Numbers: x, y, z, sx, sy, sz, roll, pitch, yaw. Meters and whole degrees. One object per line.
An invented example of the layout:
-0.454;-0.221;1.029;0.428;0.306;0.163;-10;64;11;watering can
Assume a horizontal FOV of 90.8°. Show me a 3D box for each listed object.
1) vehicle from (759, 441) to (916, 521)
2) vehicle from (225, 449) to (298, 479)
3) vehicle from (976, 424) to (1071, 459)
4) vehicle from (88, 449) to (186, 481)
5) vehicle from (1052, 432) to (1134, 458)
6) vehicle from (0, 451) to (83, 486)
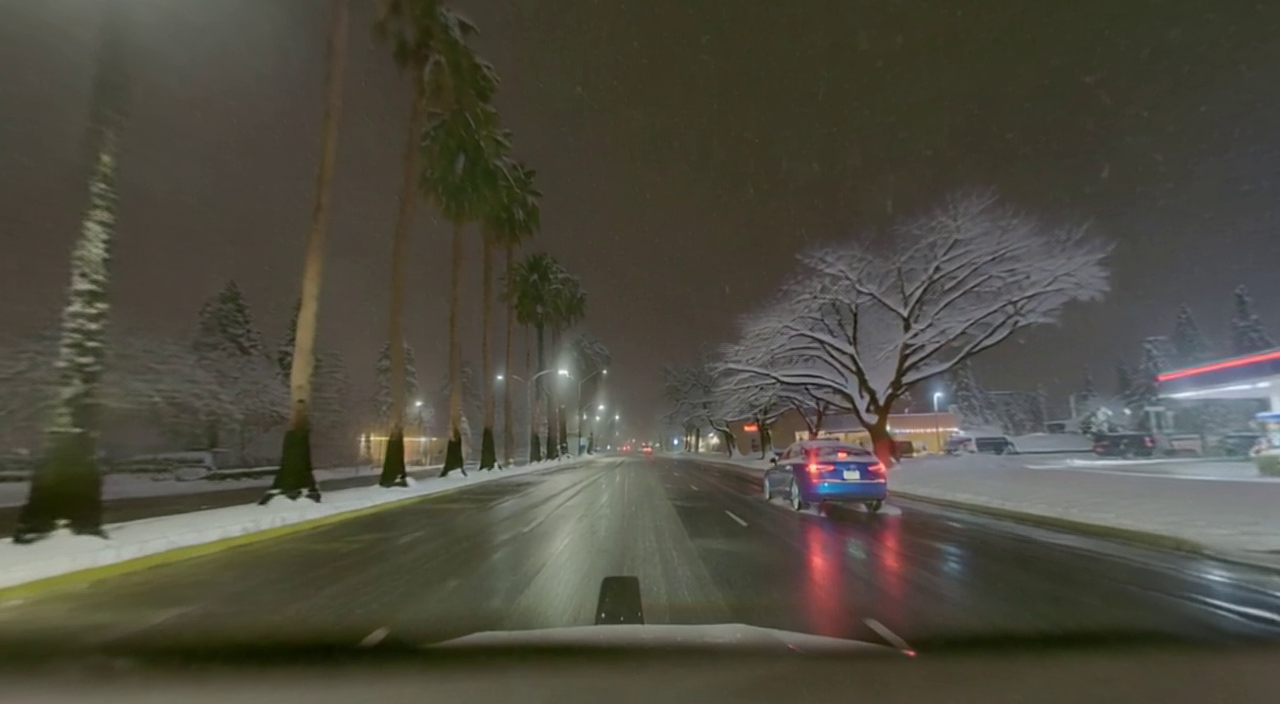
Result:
3.995;2.663;13.626;1.978;1.442;4.262;0;-9;0;vehicle
-27.665;8.209;46.450;2.091;1.981;4.836;1;-9;3;vehicle
29.368;6.912;48.530;5.519;2.389;2.350;-2;-10;1;vehicle
-33.235;7.436;41.997;2.216;1.965;5.147;0;-9;0;vehicle
34.700;7.127;48.478;4.676;1.741;1.948;-2;-10;0;vehicle
-33.324;6.222;33.913;2.347;1.610;4.867;-1;-8;1;vehicle
